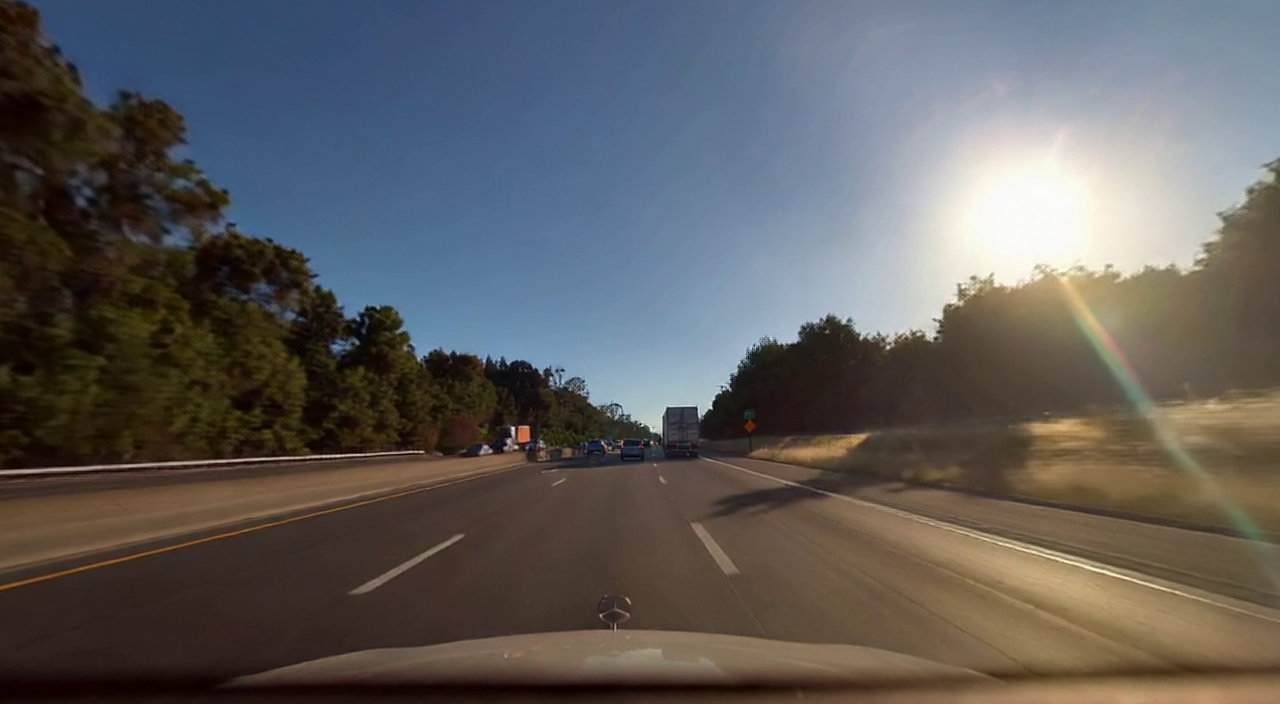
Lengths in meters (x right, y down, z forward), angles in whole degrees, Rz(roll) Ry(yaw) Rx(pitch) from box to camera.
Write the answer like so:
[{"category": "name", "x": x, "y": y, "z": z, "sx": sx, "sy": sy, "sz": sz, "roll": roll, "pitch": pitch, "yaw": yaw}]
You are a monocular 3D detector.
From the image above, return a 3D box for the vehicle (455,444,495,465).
[{"category": "vehicle", "x": -12.442, "y": 7.756, "z": 47.729, "sx": 1.880, "sy": 1.515, "sz": 4.210, "roll": -1, "pitch": -8, "yaw": 1}]

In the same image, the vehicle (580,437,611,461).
[{"category": "vehicle", "x": -3.457, "y": 7.551, "z": 49.162, "sx": 2.047, "sy": 1.757, "sz": 4.183, "roll": -1, "pitch": -8, "yaw": 1}]

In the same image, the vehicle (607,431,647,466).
[{"category": "vehicle", "x": -0.736, "y": 5.702, "z": 37.312, "sx": 2.211, "sy": 1.933, "sz": 4.315, "roll": 0, "pitch": -8, "yaw": 0}]
